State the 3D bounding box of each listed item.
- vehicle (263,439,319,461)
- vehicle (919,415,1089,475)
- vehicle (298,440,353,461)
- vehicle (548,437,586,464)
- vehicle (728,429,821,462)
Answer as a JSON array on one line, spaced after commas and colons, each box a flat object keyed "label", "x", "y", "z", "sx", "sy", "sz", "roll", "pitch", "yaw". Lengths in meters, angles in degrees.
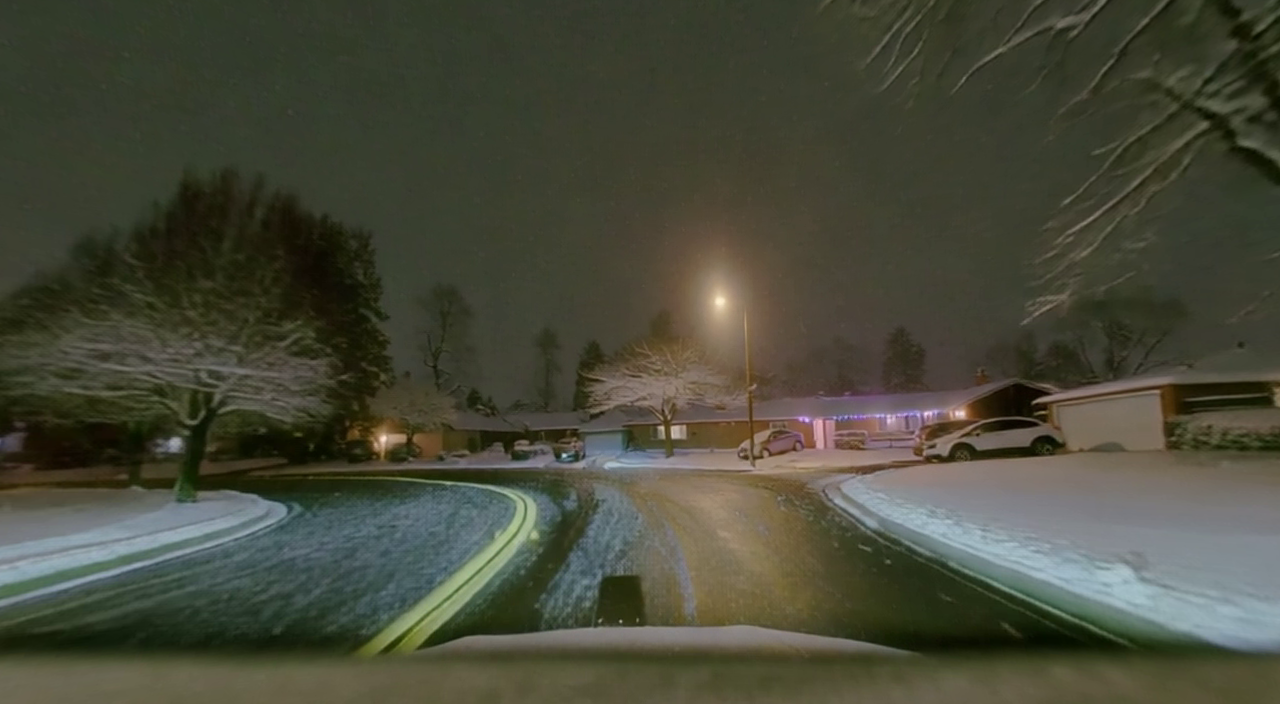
[{"label": "vehicle", "x": -26.521, "y": 7.460, "z": 48.157, "sx": 2.042, "sy": 1.633, "sz": 4.132, "roll": 0, "pitch": -8, "yaw": -3}, {"label": "vehicle", "x": 12.017, "y": 3.115, "z": 21.107, "sx": 4.327, "sy": 1.573, "sz": 1.967, "roll": -5, "pitch": -9, "yaw": 0}, {"label": "vehicle", "x": -23.866, "y": 7.480, "z": 48.116, "sx": 1.933, "sy": 1.477, "sz": 4.361, "roll": 0, "pitch": -8, "yaw": -1}, {"label": "vehicle", "x": -4.833, "y": 6.550, "z": 42.456, "sx": 1.819, "sy": 1.442, "sz": 4.329, "roll": 0, "pitch": -4, "yaw": 3}, {"label": "vehicle", "x": 7.601, "y": 5.249, "z": 35.572, "sx": 4.799, "sy": 1.451, "sz": 2.144, "roll": 0, "pitch": -7, "yaw": -31}]
